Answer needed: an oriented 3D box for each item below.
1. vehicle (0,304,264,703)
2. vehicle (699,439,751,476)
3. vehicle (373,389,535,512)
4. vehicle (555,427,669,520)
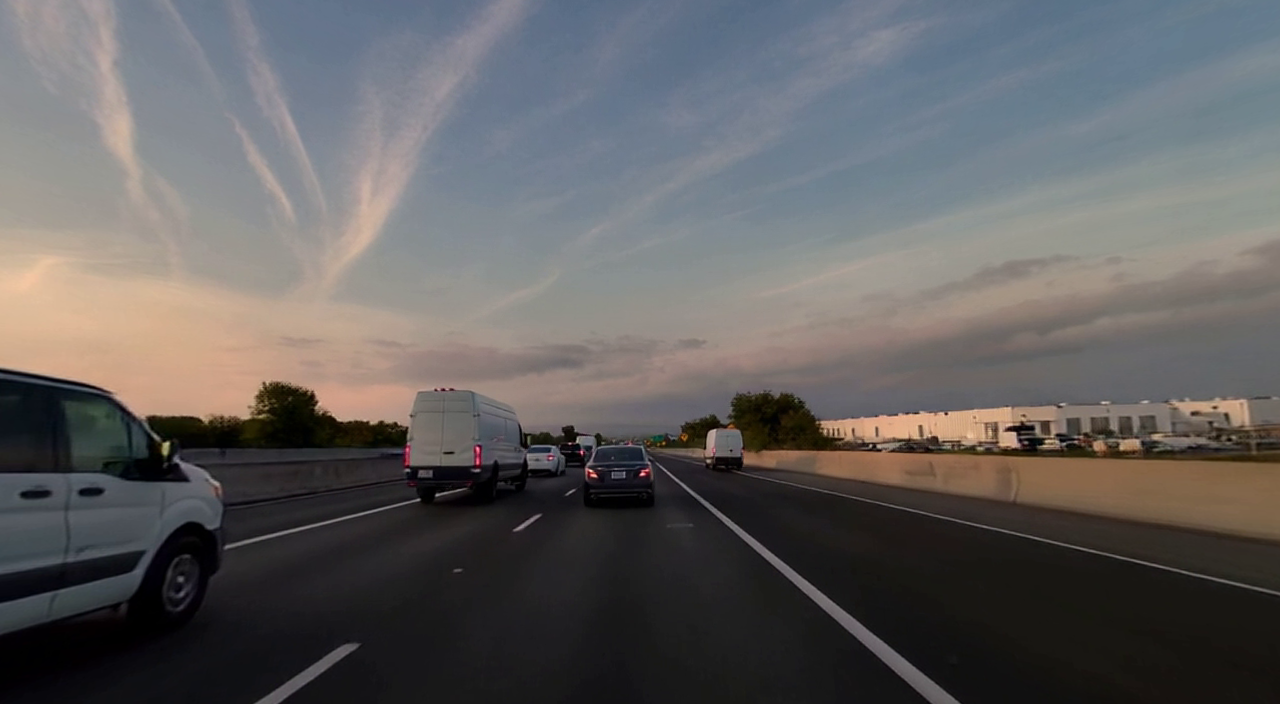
[{"bbox_3d":[-4.001,0.661,2.281,2.253,1.892,4.823,0,-9,0],"label":"vehicle"},{"bbox_3d":[4.229,5.318,31.914,2.003,1.754,4.134,0,-9,0],"label":"vehicle"},{"bbox_3d":[-4.567,2.630,16.996,2.248,2.626,6.837,0,-9,0],"label":"vehicle"},{"bbox_3d":[-0.513,2.554,13.607,2.093,1.695,3.782,0,-9,0],"label":"vehicle"}]
